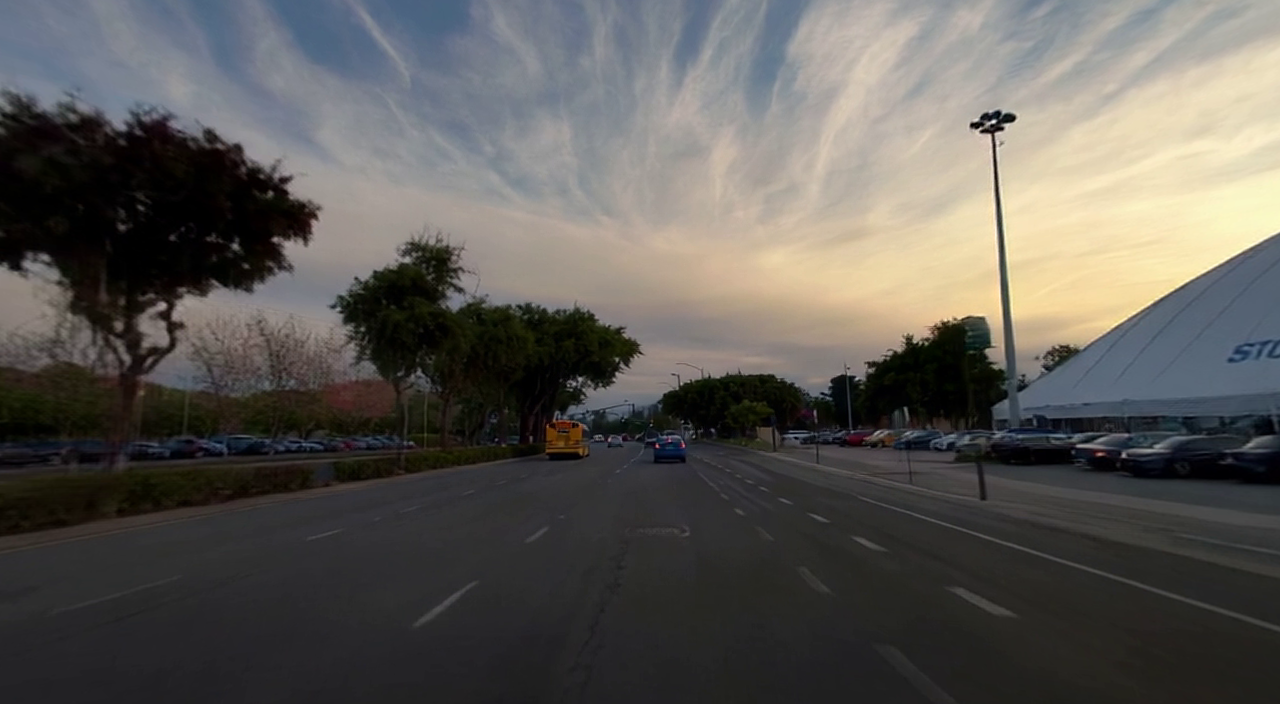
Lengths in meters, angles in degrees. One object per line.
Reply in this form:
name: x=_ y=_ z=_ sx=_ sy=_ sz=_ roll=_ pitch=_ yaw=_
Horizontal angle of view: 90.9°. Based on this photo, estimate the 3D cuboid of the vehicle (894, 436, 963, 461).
vehicle: x=20.294 y=6.816 z=44.691 sx=2.229 sy=1.661 sz=5.991 roll=0 pitch=-9 yaw=2

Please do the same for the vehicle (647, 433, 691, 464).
vehicle: x=1.469 y=5.044 z=32.890 sx=2.123 sy=1.498 sz=4.226 roll=0 pitch=-9 yaw=1

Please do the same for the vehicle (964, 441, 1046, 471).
vehicle: x=19.672 y=5.607 z=34.252 sx=1.849 sy=1.466 sz=4.831 roll=-1 pitch=-9 yaw=4

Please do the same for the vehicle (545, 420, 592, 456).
vehicle: x=-5.285 y=6.559 z=47.817 sx=2.485 sy=2.556 sz=6.363 roll=-1 pitch=-9 yaw=3
